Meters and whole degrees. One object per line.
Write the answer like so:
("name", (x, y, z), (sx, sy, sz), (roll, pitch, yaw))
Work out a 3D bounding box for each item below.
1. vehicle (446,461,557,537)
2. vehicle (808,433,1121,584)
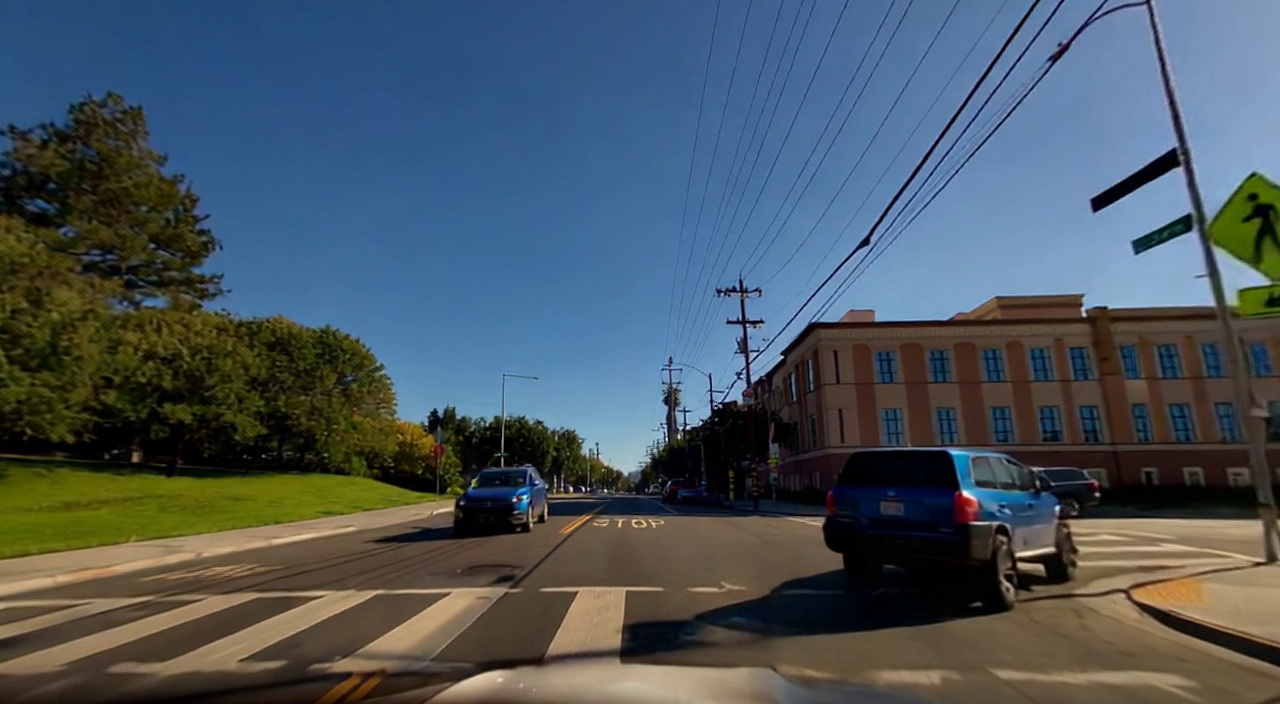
("vehicle", (-3.379, 3.648, 16.240), (1.911, 1.563, 4.057), (0, -8, 0))
("vehicle", (5.183, 2.207, 9.914), (4.872, 1.789, 2.214), (6, -10, -34))
